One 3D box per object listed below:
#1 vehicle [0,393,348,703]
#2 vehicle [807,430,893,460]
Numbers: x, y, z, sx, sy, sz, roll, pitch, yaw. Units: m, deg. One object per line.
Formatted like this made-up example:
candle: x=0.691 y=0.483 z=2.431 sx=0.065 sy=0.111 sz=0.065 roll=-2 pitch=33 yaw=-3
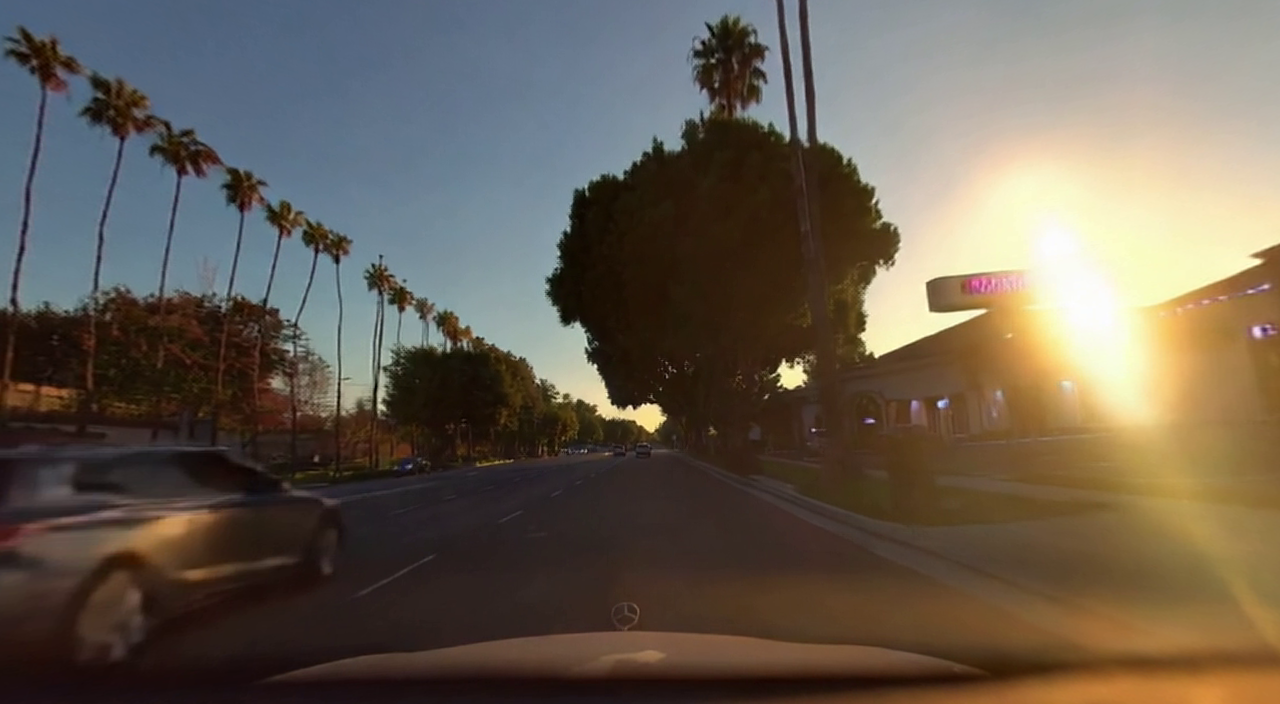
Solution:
vehicle: x=-4.276 y=1.284 z=4.515 sx=2.147 sy=1.745 sz=4.648 roll=0 pitch=-8 yaw=0
vehicle: x=13.049 y=5.775 z=39.416 sx=4.577 sy=1.750 sz=2.115 roll=0 pitch=-8 yaw=-5
